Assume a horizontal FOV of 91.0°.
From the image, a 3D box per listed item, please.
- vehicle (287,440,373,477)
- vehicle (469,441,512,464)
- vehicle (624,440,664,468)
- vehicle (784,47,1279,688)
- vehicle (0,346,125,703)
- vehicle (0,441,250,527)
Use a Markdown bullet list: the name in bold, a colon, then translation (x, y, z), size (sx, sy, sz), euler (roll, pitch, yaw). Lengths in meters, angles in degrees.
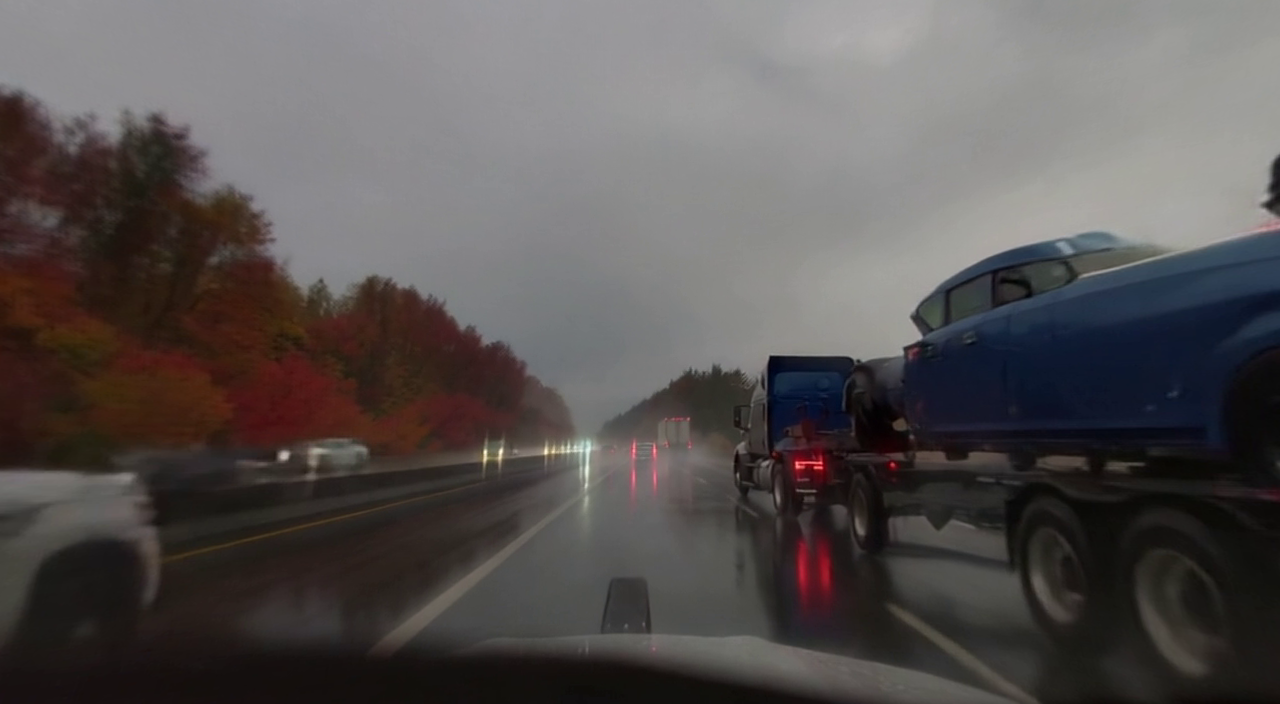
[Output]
- **vehicle**: translation (-14.226, 4.877, 29.135), size (1.835, 1.568, 4.023), euler (0, -8, 1)
- **vehicle**: translation (-10.641, 7.153, 45.032), size (1.988, 1.555, 4.227), euler (0, -8, 1)
- **vehicle**: translation (0.222, 5.846, 36.188), size (2.152, 1.484, 4.211), euler (0, -8, 0)
- **vehicle**: translation (4.846, 0.693, 7.488), size (3.150, 3.257, 13.098), euler (0, -8, 0)
- **vehicle**: translation (-3.677, 0.556, 0.729), size (2.077, 1.669, 4.739), euler (0, -8, 1)
- **vehicle**: translation (-10.659, 2.650, 13.302), size (1.934, 1.497, 4.356), euler (0, -8, 1)
